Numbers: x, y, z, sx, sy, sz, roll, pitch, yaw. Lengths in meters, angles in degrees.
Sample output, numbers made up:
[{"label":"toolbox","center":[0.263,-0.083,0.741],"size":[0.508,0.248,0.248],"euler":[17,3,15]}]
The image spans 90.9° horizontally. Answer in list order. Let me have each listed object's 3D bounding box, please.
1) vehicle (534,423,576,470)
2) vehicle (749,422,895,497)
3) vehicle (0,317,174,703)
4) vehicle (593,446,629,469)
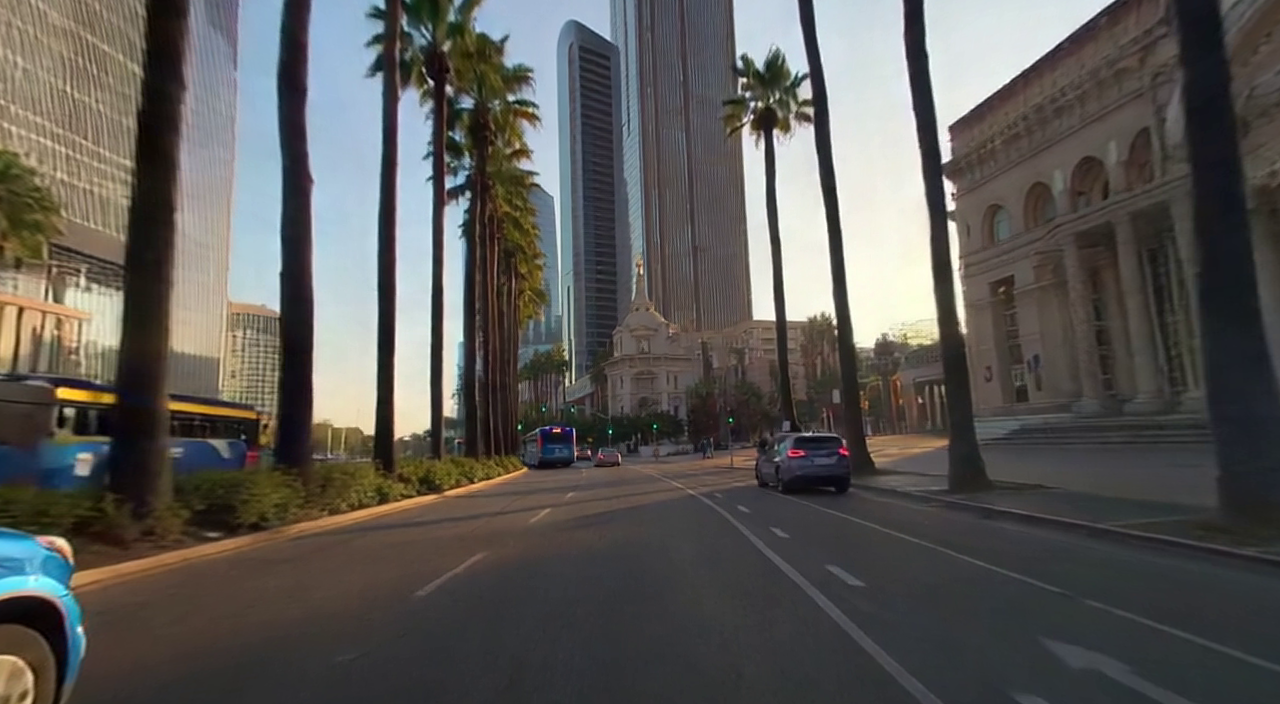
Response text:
[{"label":"vehicle","center":[-6.162,6.936,46.126],"size":[2.678,3.042,8.474],"euler":[1,-9,-7]},{"label":"vehicle","center":[5.017,3.097,18.458],"size":[2.212,1.854,5.419],"euler":[0,-9,-5]},{"label":"vehicle","center":[-3.592,0.549,0.936],"size":[2.120,1.826,4.737],"euler":[0,-9,0]},{"label":"vehicle","center":[-2.064,7.339,44.016],"size":[2.107,1.481,4.097],"euler":[1,-9,-8]}]
